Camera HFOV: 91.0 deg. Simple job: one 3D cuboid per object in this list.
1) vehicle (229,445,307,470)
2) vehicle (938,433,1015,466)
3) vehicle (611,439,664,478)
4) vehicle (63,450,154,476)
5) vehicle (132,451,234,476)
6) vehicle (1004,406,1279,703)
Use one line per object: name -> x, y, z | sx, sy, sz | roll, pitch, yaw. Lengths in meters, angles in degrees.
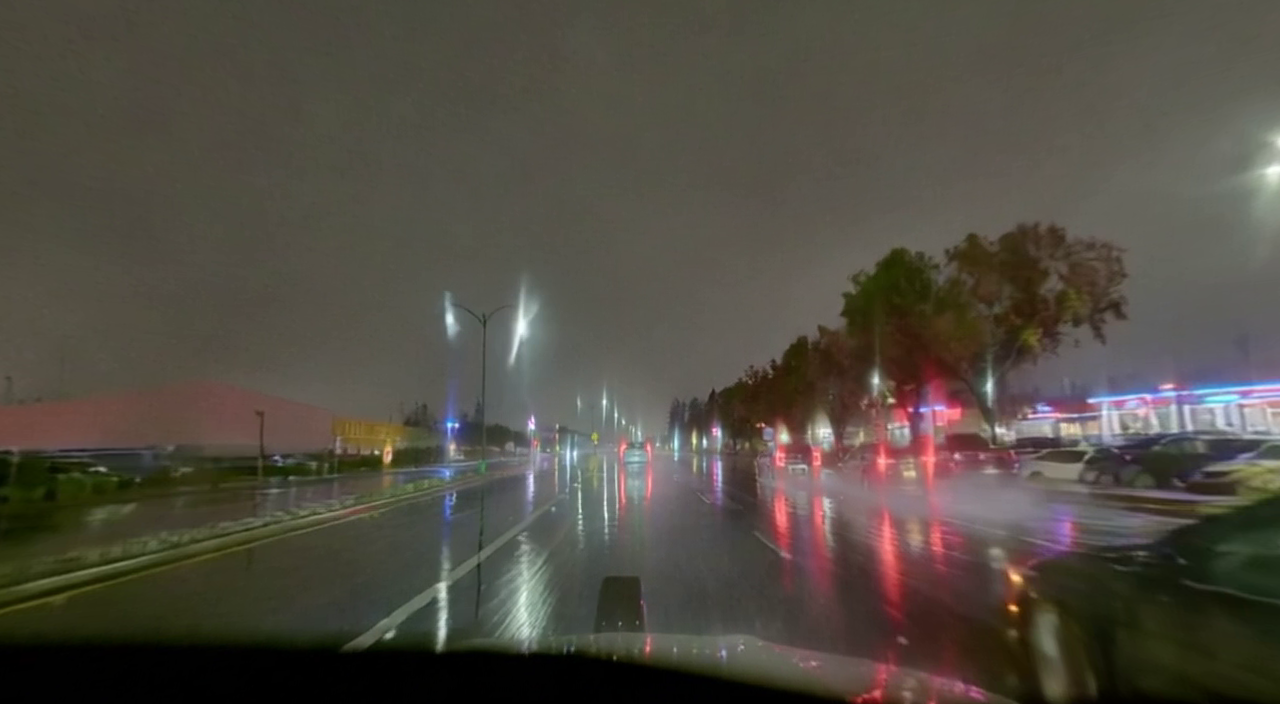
vehicle -> -27.299, 7.744, 46.290 | 4.519, 1.712, 1.932 | 0, -8, 0
vehicle -> 19.057, 5.555, 35.895 | 1.894, 1.706, 4.583 | 0, -8, 1
vehicle -> -0.139, 4.300, 25.657 | 1.998, 1.452, 3.773 | 0, -8, -1
vehicle -> -32.836, 6.861, 39.091 | 1.950, 1.466, 4.704 | 1, -9, -7
vehicle -> -27.505, 6.702, 37.969 | 4.644, 1.437, 1.827 | 0, -9, -2
vehicle -> 3.805, 0.900, 2.262 | 2.153, 1.456, 4.705 | 0, -8, 0
